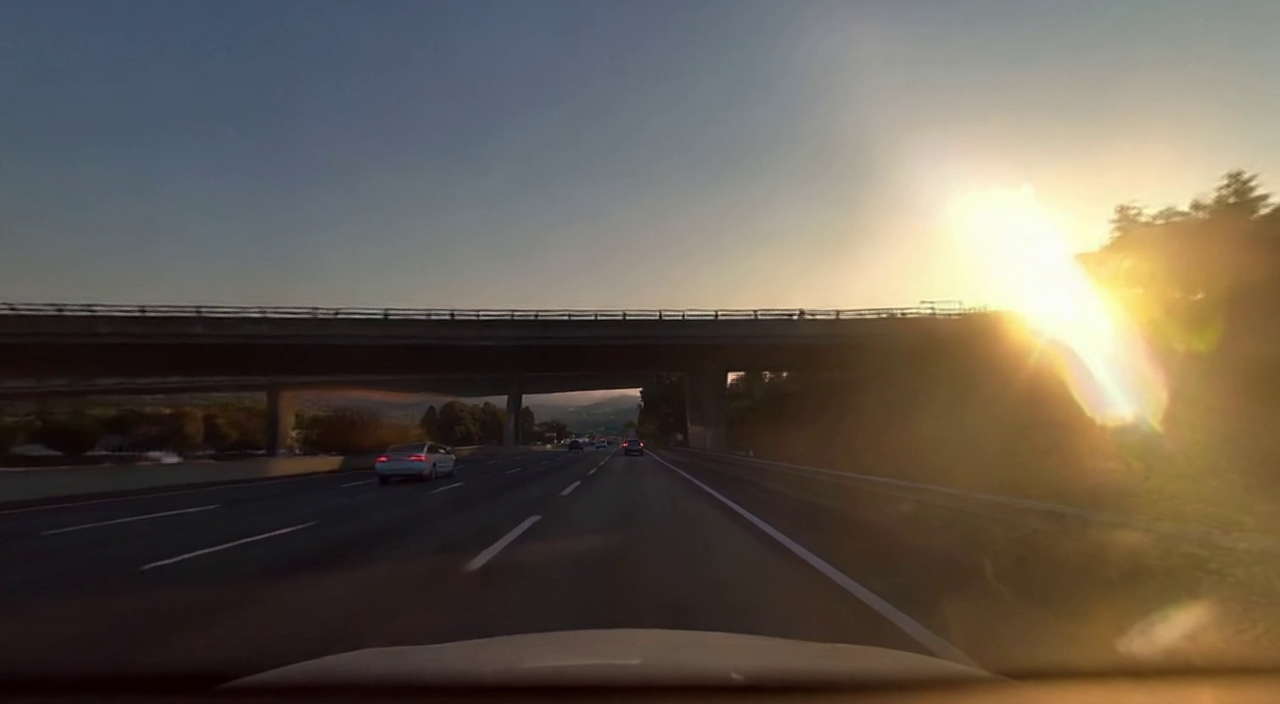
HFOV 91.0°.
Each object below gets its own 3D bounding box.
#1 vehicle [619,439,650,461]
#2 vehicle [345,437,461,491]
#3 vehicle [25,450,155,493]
[{"bbox_3d":[-0.383,6.886,44.210,2.072,1.440,3.690,0,-8,-1],"label":"vehicle"},{"bbox_3d":[-7.358,3.503,20.166,1.939,1.504,4.727,0,-8,-1],"label":"vehicle"},{"bbox_3d":[-23.050,5.003,26.624,1.953,1.578,3.980,0,-8,-2],"label":"vehicle"}]
